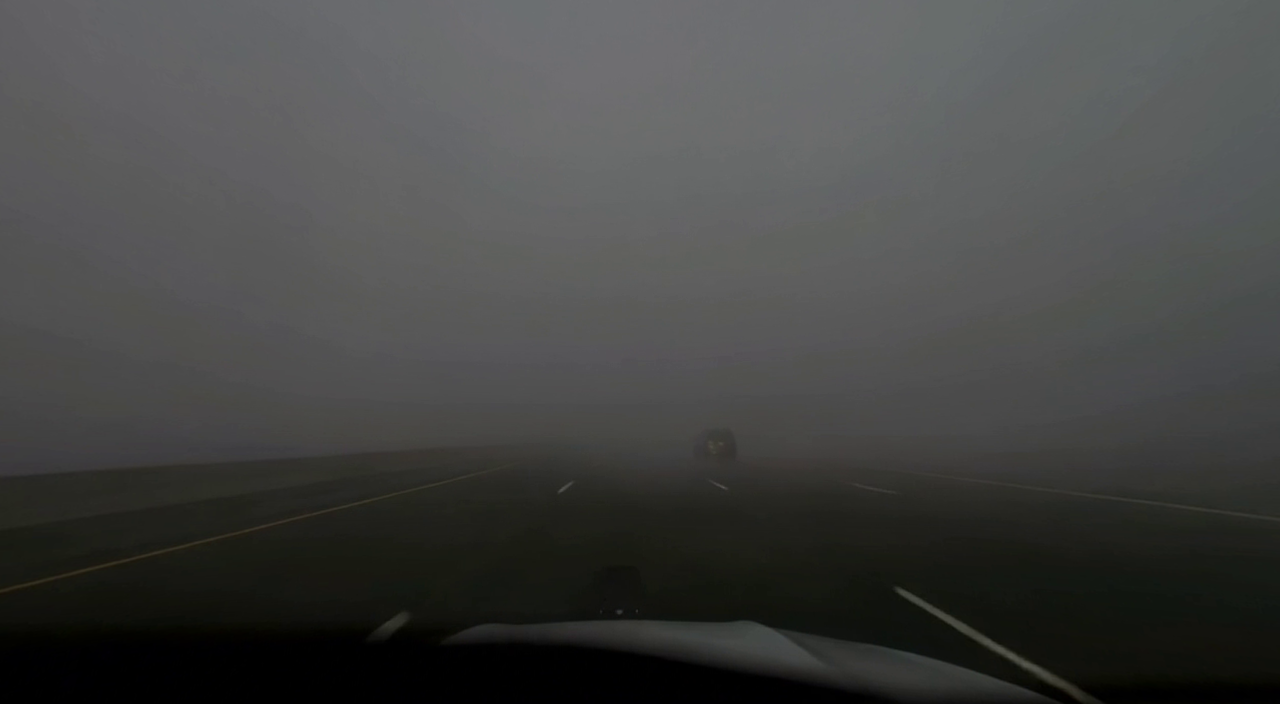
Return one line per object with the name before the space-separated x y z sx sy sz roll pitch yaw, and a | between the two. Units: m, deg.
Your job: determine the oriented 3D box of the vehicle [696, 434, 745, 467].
vehicle | 3.826 4.735 30.433 1.802 1.492 3.804 0 -8 -1
